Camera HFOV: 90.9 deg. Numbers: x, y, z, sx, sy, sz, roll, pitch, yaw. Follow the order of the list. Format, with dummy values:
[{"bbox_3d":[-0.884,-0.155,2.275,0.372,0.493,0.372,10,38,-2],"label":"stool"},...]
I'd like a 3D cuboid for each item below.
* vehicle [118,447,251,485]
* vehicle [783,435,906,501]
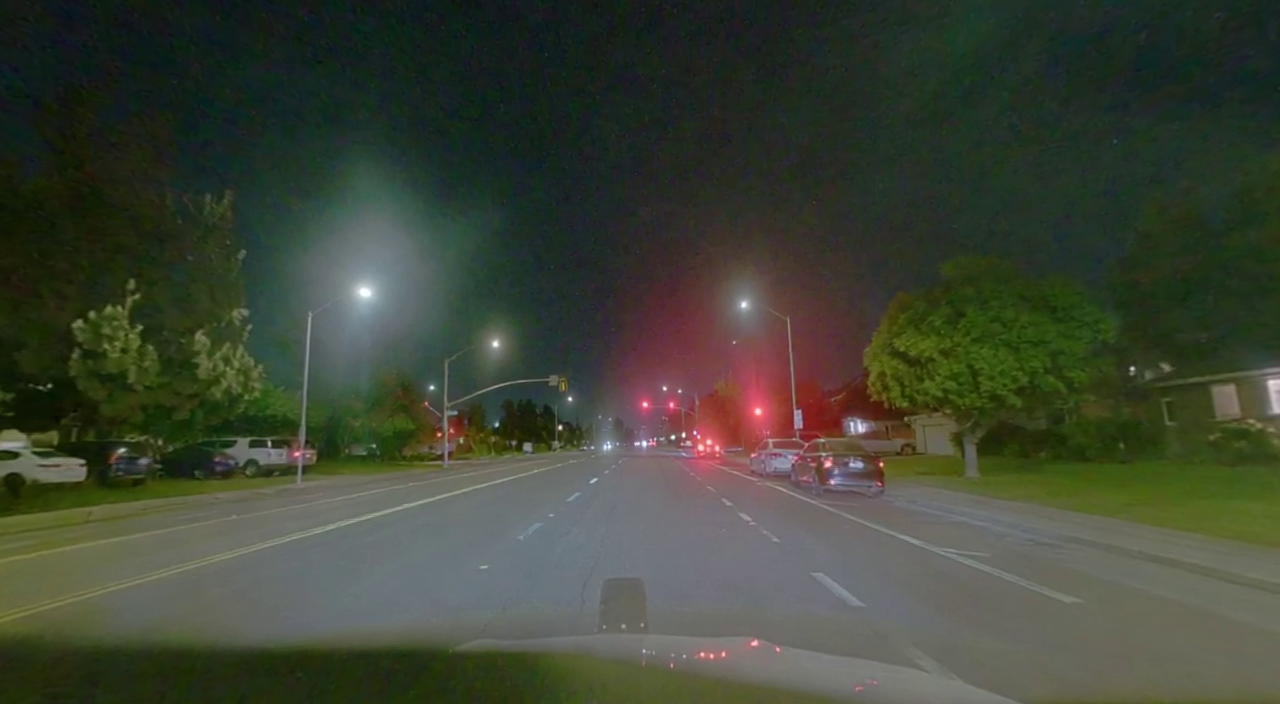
[{"bbox_3d":[-19.239,4.809,26.756,4.145,1.555,1.901,0,-8,1],"label":"vehicle"},{"bbox_3d":[5.173,2.976,16.599,1.895,1.487,4.176,0,-8,1],"label":"vehicle"}]
